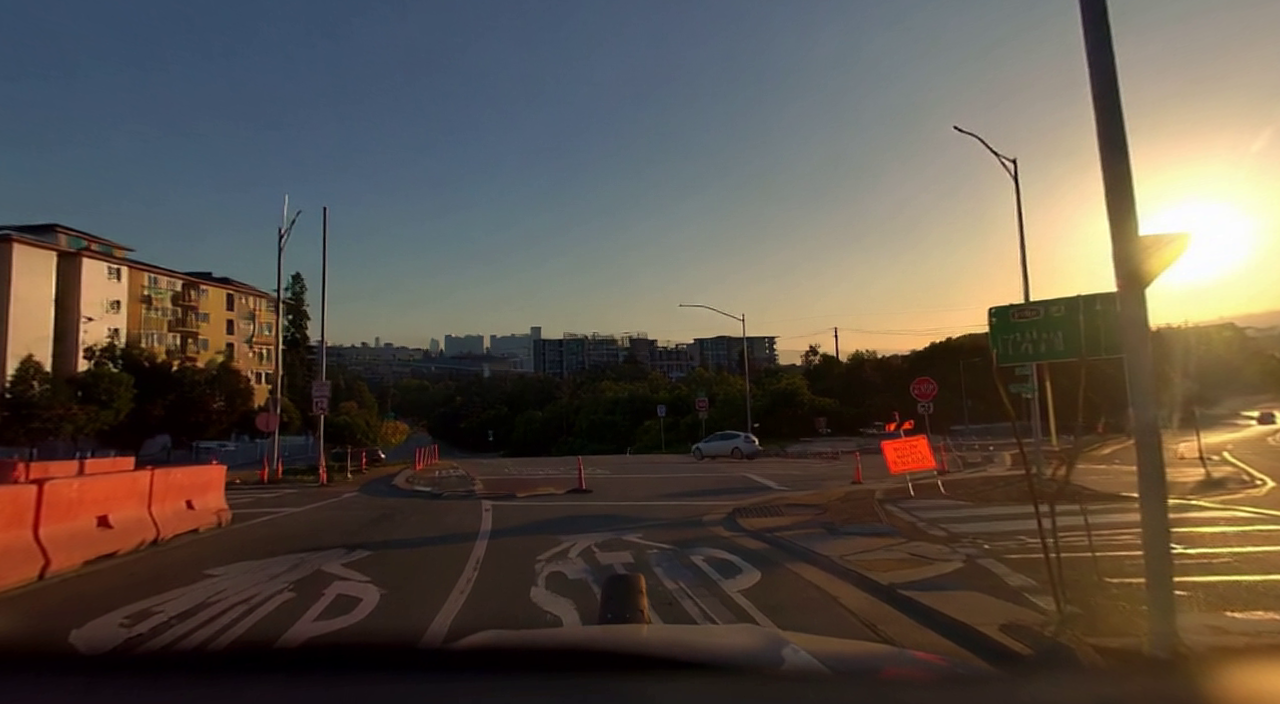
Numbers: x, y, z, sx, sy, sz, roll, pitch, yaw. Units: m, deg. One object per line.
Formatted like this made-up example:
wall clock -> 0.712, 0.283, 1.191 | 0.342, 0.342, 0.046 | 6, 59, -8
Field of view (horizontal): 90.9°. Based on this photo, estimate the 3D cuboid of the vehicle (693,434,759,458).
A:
vehicle -> 6.179, 6.797, 45.469 | 4.302, 1.628, 1.957 | 1, -9, -7

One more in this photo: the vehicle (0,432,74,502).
vehicle -> -17.352, 3.151, 17.577 | 2.159, 1.734, 4.292 | 8, -12, -41
